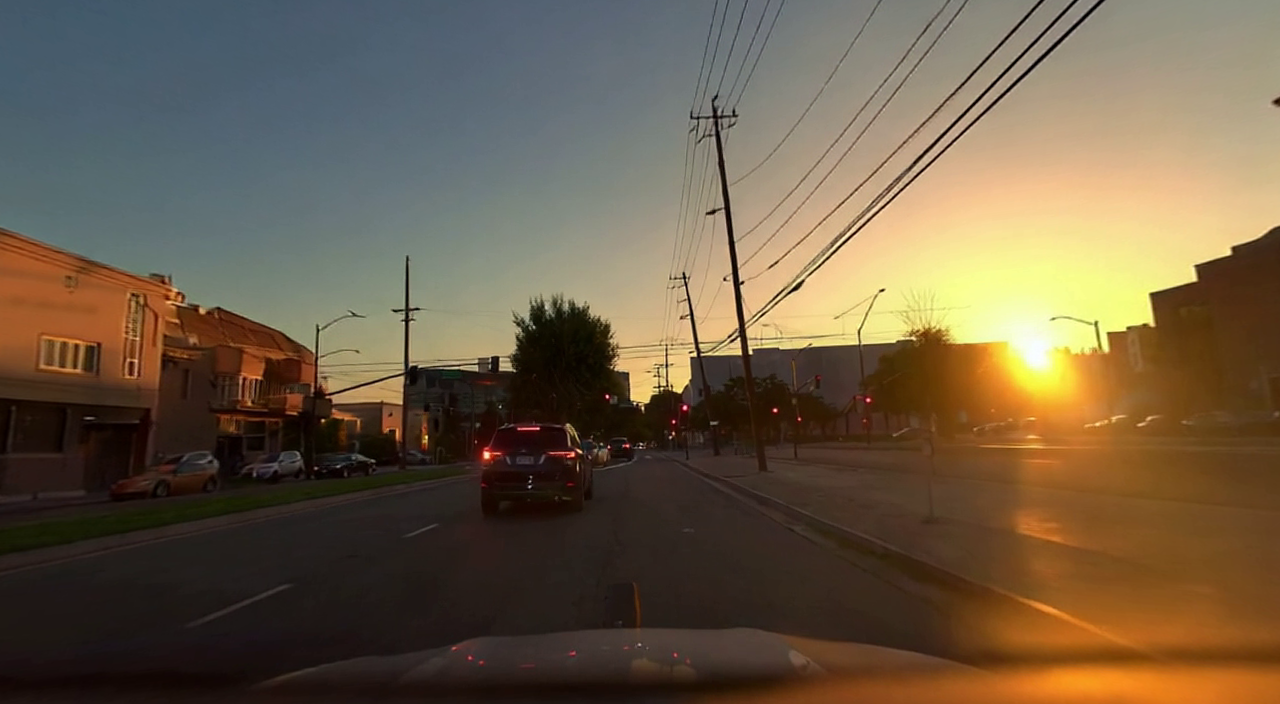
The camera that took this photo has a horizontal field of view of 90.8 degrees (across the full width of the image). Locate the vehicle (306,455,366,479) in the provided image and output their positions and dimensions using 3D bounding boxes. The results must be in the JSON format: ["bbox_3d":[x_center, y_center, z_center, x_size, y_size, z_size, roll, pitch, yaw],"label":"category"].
[{"bbox_3d":[-20.319,7.702,42.443,1.826,1.430,4.426,0,-9,-1],"label":"vehicle"}]

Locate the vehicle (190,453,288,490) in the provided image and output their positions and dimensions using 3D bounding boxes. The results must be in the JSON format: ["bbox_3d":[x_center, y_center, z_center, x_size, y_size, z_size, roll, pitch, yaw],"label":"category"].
[{"bbox_3d":[-20.277,6.042,32.193,1.989,1.689,4.388,0,-9,2],"label":"vehicle"}]

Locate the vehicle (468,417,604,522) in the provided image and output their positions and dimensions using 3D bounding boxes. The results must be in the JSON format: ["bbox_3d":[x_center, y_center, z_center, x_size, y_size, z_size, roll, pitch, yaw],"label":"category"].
[{"bbox_3d":[-1.881,2.295,12.758,2.022,1.757,4.041,0,-9,0],"label":"vehicle"}]

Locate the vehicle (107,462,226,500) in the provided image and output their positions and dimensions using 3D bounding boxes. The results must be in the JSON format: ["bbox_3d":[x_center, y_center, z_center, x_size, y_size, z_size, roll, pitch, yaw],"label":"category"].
[{"bbox_3d":[-20.332,5.527,27.397,1.790,1.415,4.450,0,-9,-2],"label":"vehicle"}]

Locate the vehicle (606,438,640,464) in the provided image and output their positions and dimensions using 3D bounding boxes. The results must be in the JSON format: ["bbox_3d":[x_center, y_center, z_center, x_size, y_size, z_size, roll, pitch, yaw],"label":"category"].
[{"bbox_3d":[-1.101,6.660,42.536,2.144,1.681,3.855,0,-9,0],"label":"vehicle"}]
